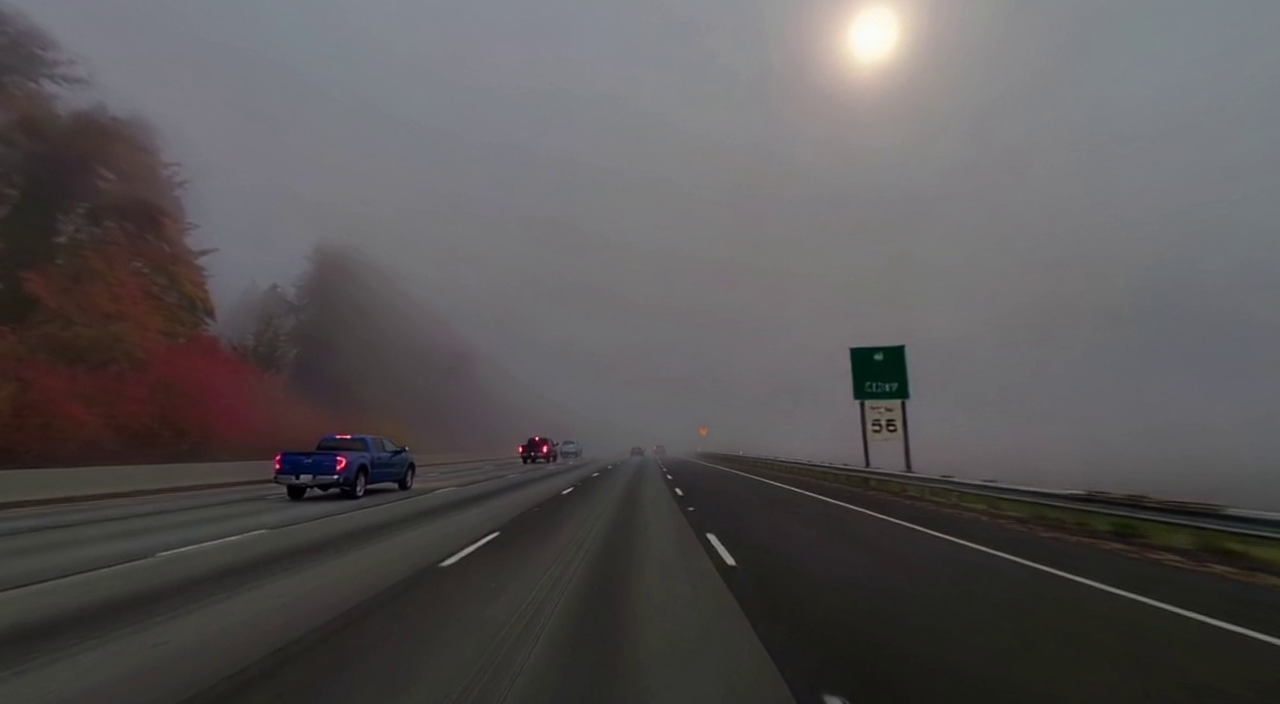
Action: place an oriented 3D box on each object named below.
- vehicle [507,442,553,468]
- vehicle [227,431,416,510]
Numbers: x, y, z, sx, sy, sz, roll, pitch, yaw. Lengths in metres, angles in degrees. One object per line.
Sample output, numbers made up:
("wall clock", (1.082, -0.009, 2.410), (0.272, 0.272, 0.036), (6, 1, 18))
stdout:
("vehicle", (-6.714, 6.287, 38.847), (1.919, 1.499, 4.234), (0, -8, 2))
("vehicle", (-7.279, 2.732, 15.099), (1.965, 1.567, 4.686), (0, -8, 1))
